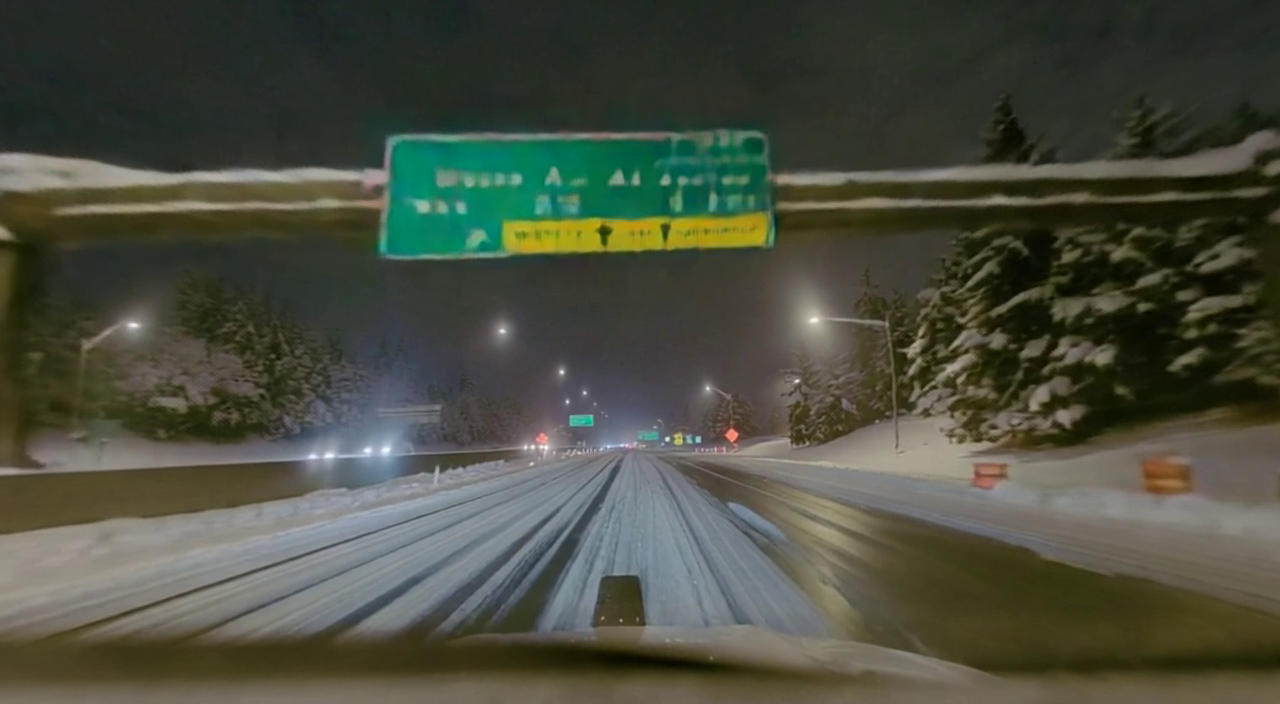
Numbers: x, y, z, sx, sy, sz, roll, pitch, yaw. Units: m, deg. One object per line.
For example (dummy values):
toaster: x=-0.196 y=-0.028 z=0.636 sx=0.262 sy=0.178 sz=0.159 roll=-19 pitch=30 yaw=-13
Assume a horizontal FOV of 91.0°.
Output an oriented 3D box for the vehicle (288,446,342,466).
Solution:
vehicle: x=-25.324 y=8.111 z=49.245 sx=1.935 sy=1.497 sz=4.619 roll=1 pitch=-9 yaw=-2

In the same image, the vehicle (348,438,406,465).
vehicle: x=-18.819 y=7.143 z=45.342 sx=2.129 sy=1.773 sz=4.963 roll=1 pitch=-9 yaw=-2
